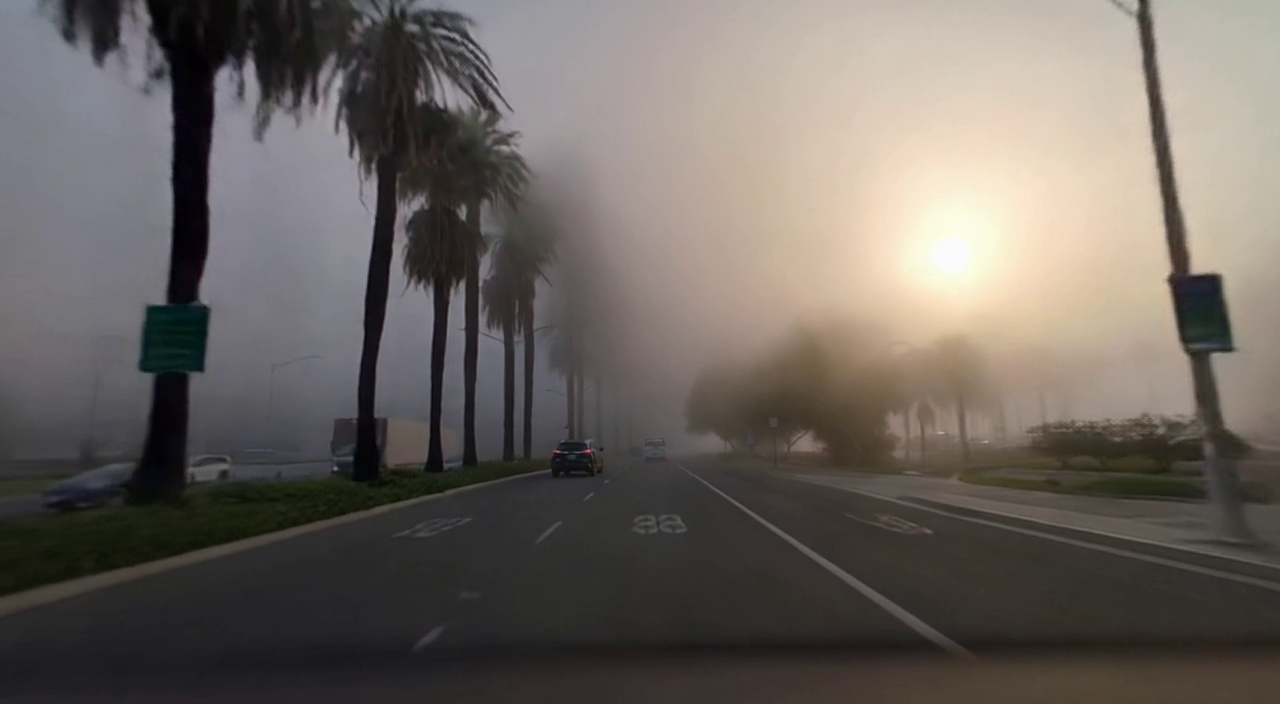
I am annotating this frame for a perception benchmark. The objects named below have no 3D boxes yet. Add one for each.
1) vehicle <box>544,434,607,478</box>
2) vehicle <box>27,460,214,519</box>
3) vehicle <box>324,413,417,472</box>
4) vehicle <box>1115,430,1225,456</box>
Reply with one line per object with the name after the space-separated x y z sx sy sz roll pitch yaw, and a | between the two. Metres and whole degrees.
-2.895 4.790 29.206 2.188 1.819 4.667 -1 -8 3 | vehicle
-16.346 4.309 20.149 2.255 1.551 4.298 0 -8 1 | vehicle
-19.908 6.895 46.949 3.298 4.031 7.060 0 -10 3 | vehicle
32.375 5.577 38.518 4.637 1.545 1.925 -3 -9 19 | vehicle
